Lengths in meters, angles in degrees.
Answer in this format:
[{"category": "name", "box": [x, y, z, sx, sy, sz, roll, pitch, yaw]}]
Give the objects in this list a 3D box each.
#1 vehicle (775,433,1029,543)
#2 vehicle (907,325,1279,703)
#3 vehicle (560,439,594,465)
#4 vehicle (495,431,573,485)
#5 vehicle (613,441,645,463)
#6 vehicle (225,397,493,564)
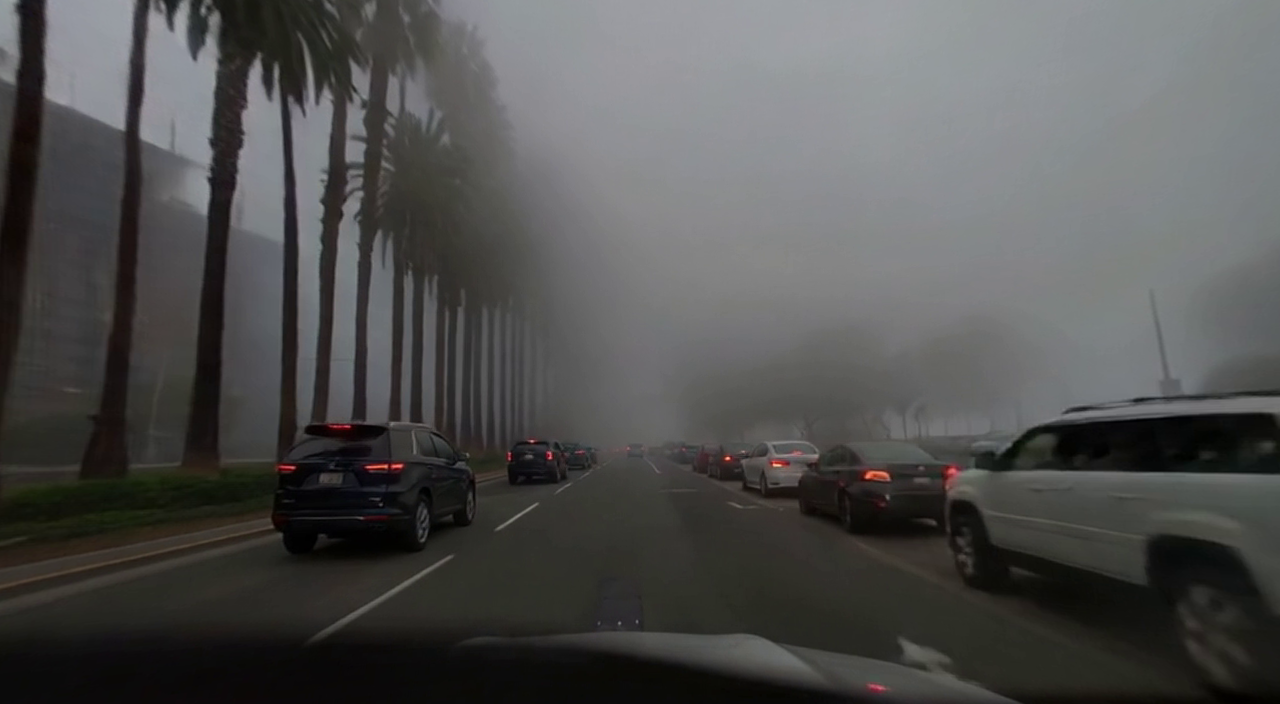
[{"category": "vehicle", "box": [4.019, 2.172, 10.822, 2.138, 1.447, 4.793, 0, -8, -2]}, {"category": "vehicle", "box": [4.049, 1.037, 4.388, 2.035, 1.902, 5.079, 0, -8, -1]}, {"category": "vehicle", "box": [-4.227, 6.756, 42.734, 1.955, 1.637, 4.243, 0, -8, -1]}, {"category": "vehicle", "box": [-3.684, 3.766, 22.668, 2.014, 1.740, 4.392, 0, -8, 0]}, {"category": "vehicle", "box": [-0.816, 6.908, 43.512, 2.036, 1.461, 3.890, 1, -8, -4]}, {"category": "vehicle", "box": [-3.540, 1.700, 8.978, 1.800, 1.797, 4.224, 0, -8, 1]}]
